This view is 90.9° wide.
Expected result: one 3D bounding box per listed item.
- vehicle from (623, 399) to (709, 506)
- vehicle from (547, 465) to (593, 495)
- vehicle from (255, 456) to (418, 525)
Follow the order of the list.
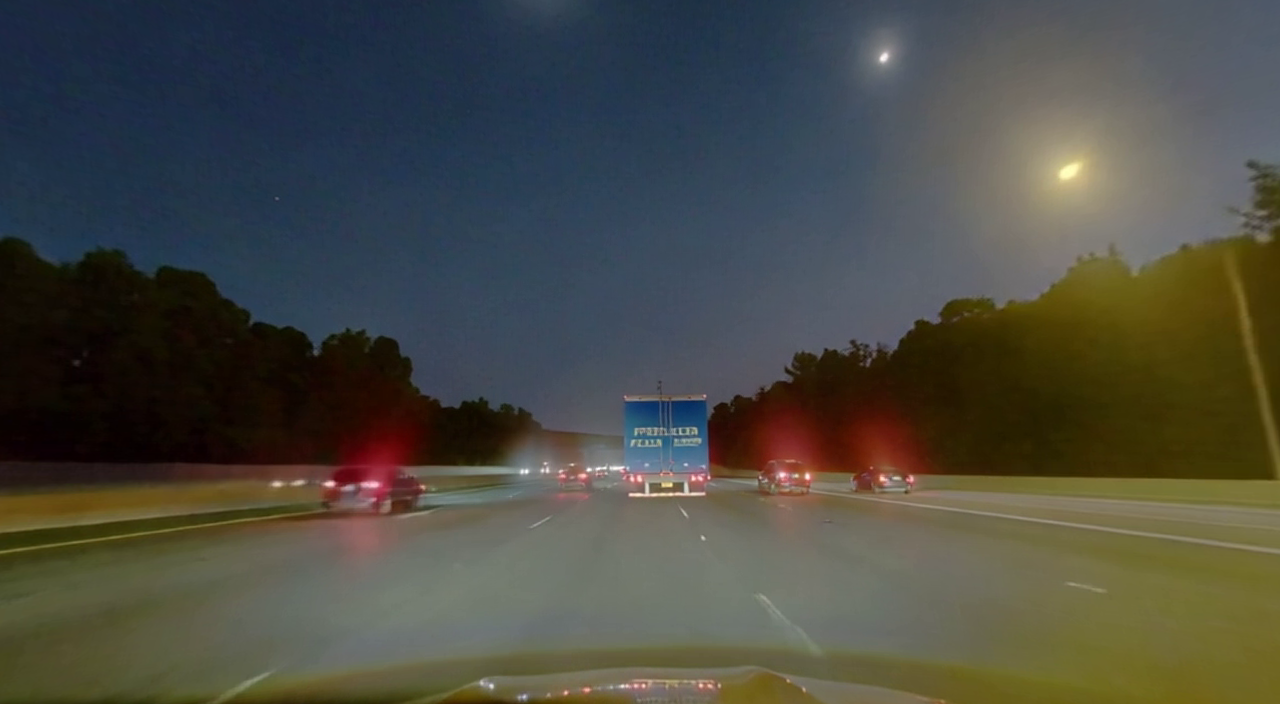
[{"bbox_3d":[0.840,4.520,27.798,2.980,3.834,9.423,1,-10,-2],"label":"vehicle"},{"bbox_3d":[-3.842,7.123,35.296,1.978,1.516,4.617,1,-10,1],"label":"vehicle"},{"bbox_3d":[-7.814,3.628,16.868,1.955,1.539,4.650,1,-10,1],"label":"vehicle"}]
